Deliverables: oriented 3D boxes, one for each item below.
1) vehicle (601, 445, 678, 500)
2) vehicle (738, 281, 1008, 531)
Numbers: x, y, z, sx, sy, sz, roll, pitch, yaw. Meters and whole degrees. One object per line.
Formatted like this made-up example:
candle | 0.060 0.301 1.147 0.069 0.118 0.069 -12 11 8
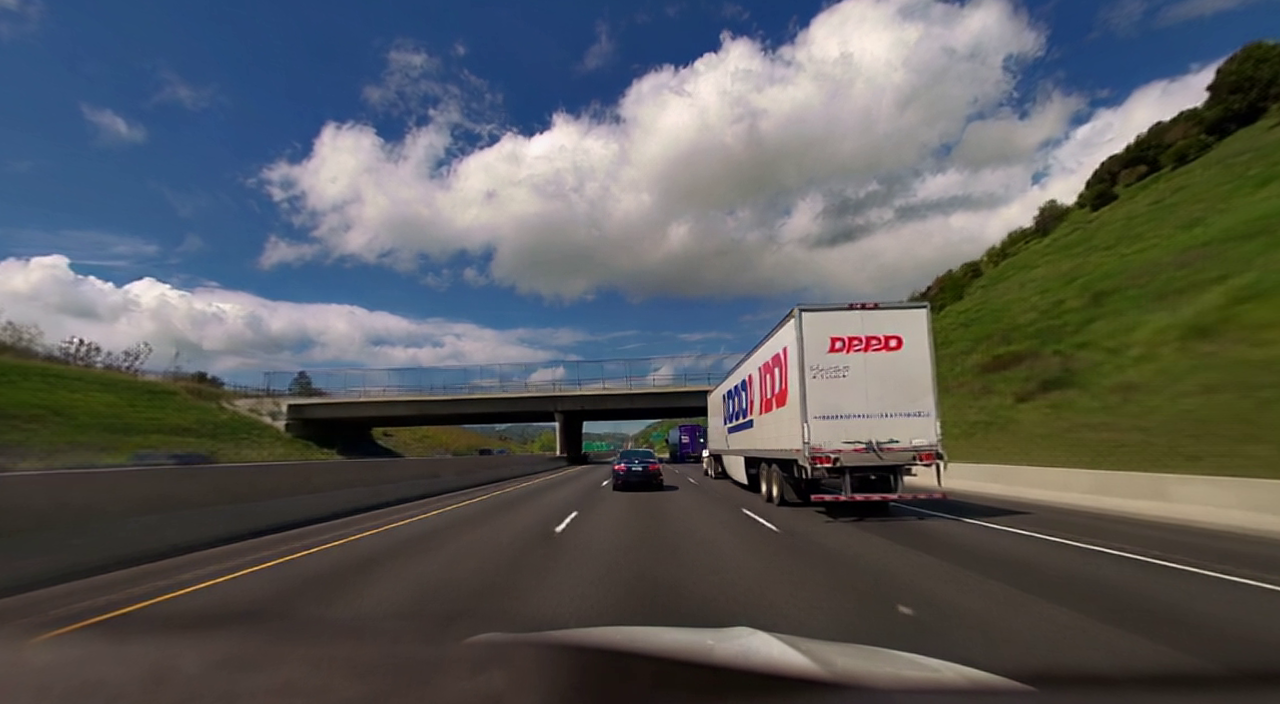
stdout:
vehicle | -0.032 3.477 18.584 2.029 1.437 3.794 0 -9 0
vehicle | 4.262 1.442 14.103 2.802 3.956 8.291 0 -9 0
